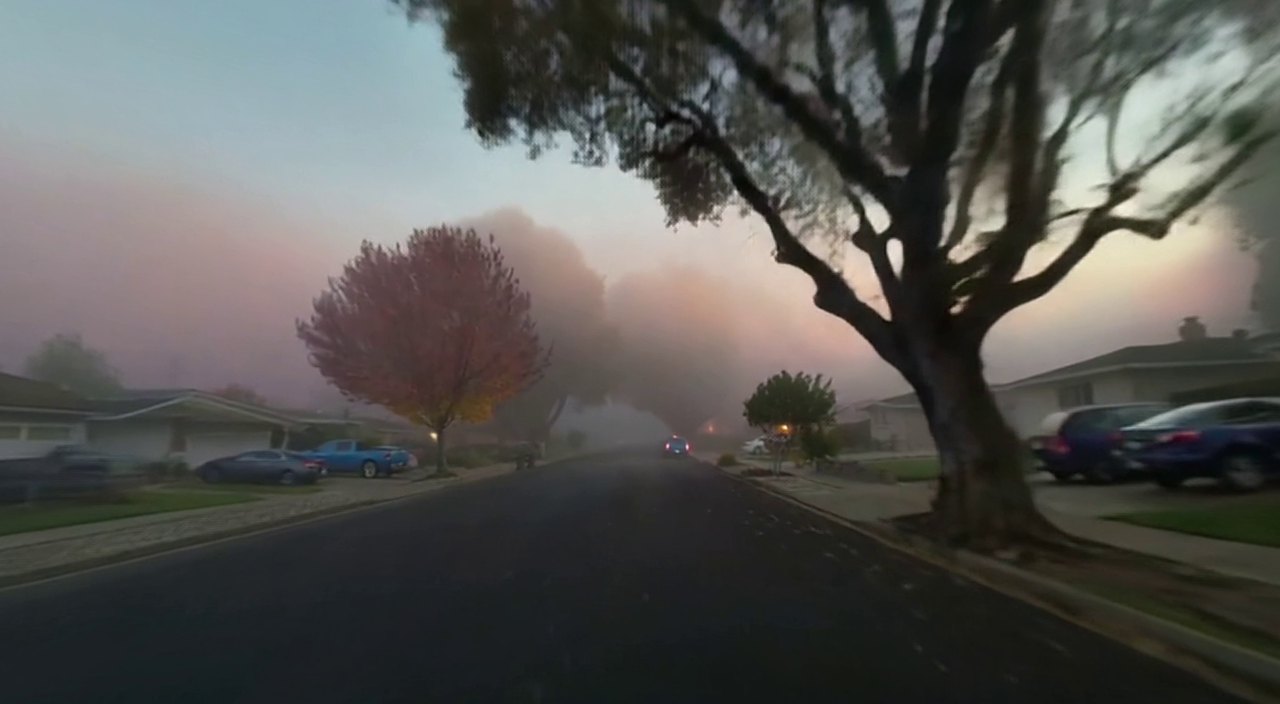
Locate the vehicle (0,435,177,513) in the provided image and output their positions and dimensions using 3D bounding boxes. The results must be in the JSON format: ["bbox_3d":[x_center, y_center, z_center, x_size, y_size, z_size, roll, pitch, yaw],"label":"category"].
[{"bbox_3d":[-13.773,2.811,15.054,1.982,1.596,3.988,-2,-9,11],"label":"vehicle"}]

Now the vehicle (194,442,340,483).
[{"bbox_3d":[-14.150,4.209,24.170,4.285,1.483,1.954,0,-8,-1],"label":"vehicle"}]

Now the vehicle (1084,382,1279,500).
[{"bbox_3d":[10.671,1.406,10.608,4.582,1.680,2.223,-4,-9,4],"label":"vehicle"}]

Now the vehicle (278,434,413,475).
[{"bbox_3d":[-13.899,4.881,30.079,5.286,1.847,2.166,0,-8,1],"label":"vehicle"}]

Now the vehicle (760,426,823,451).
[{"bbox_3d":[10.871,6.230,45.613,4.069,1.680,2.156,0,-7,2],"label":"vehicle"}]
